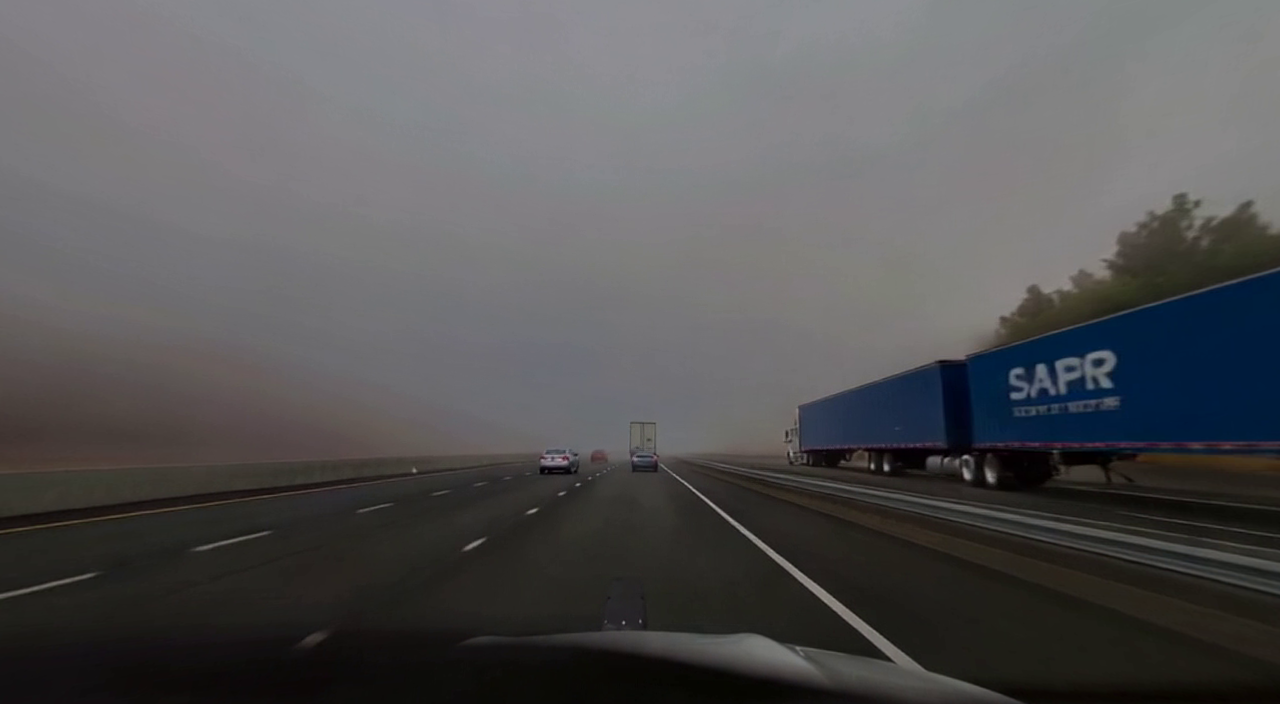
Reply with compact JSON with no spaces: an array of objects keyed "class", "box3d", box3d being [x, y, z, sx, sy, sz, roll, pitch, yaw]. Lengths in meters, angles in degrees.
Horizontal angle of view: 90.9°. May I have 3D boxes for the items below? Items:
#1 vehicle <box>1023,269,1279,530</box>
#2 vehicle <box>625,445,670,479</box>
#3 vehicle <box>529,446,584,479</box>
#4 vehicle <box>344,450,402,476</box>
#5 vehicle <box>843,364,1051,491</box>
[{"class":"vehicle","box3d":[11.638,0.739,9.912,2.926,4.094,13.856,0,-9,2]},{"class":"vehicle","box3d":[0.315,5.210,29.970,1.991,1.507,3.391,0,-9,-1]},{"class":"vehicle","box3d":[-4.017,5.385,31.020,2.018,1.504,4.431,0,-9,1]},{"class":"vehicle","box3d":[-15.498,6.444,36.793,1.724,1.432,3.724,0,-9,0]},{"class":"vehicle","box3d":[11.536,3.164,25.311,3.020,4.143,9.468,1,-9,-4]}]
